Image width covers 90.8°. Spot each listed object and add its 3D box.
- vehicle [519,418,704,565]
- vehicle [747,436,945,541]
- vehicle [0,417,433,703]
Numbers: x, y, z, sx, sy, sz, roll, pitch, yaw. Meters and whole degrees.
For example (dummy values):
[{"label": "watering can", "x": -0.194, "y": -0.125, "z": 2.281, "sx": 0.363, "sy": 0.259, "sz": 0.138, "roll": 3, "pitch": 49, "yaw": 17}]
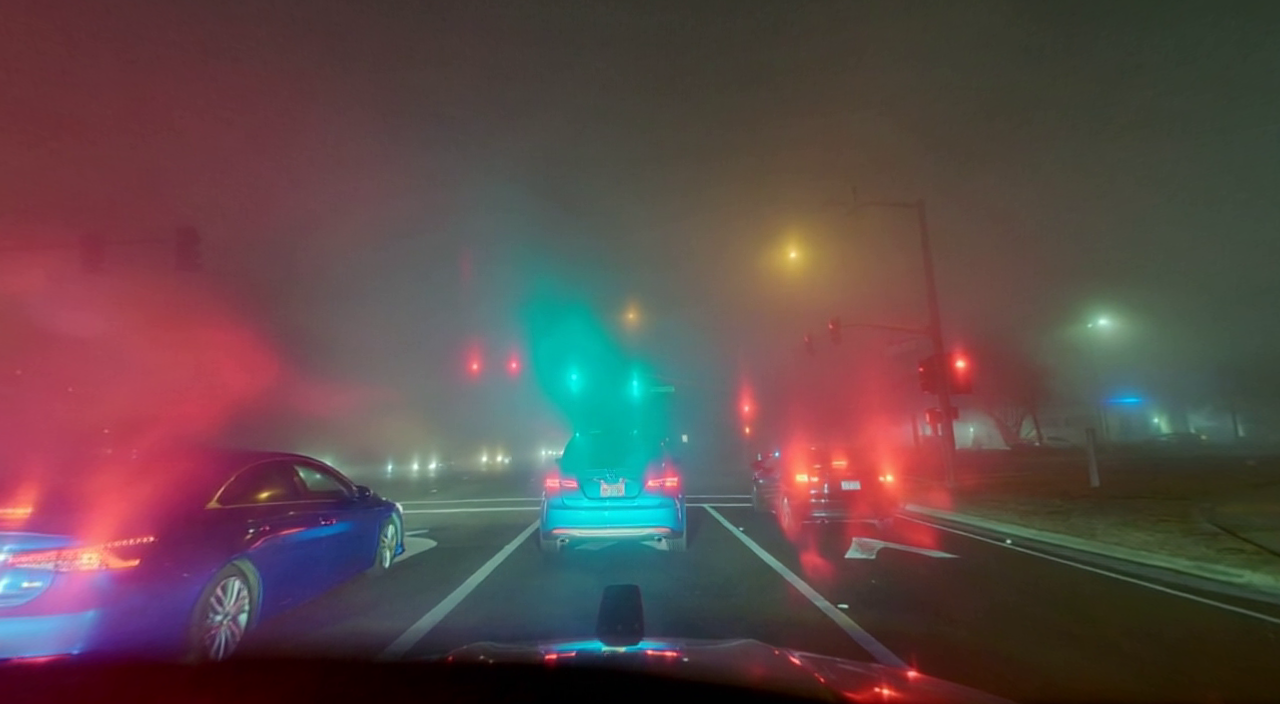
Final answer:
[{"label": "vehicle", "x": -0.347, "y": 1.830, "z": 8.975, "sx": 2.038, "sy": 1.599, "sz": 3.844, "roll": 0, "pitch": -8, "yaw": -1}, {"label": "vehicle", "x": 3.293, "y": 2.260, "z": 11.189, "sx": 1.970, "sy": 1.449, "sz": 4.433, "roll": 0, "pitch": -8, "yaw": -1}, {"label": "vehicle", "x": -3.580, "y": 1.408, "z": 5.504, "sx": 2.052, "sy": 1.472, "sz": 4.479, "roll": 0, "pitch": -8, "yaw": 0}]
